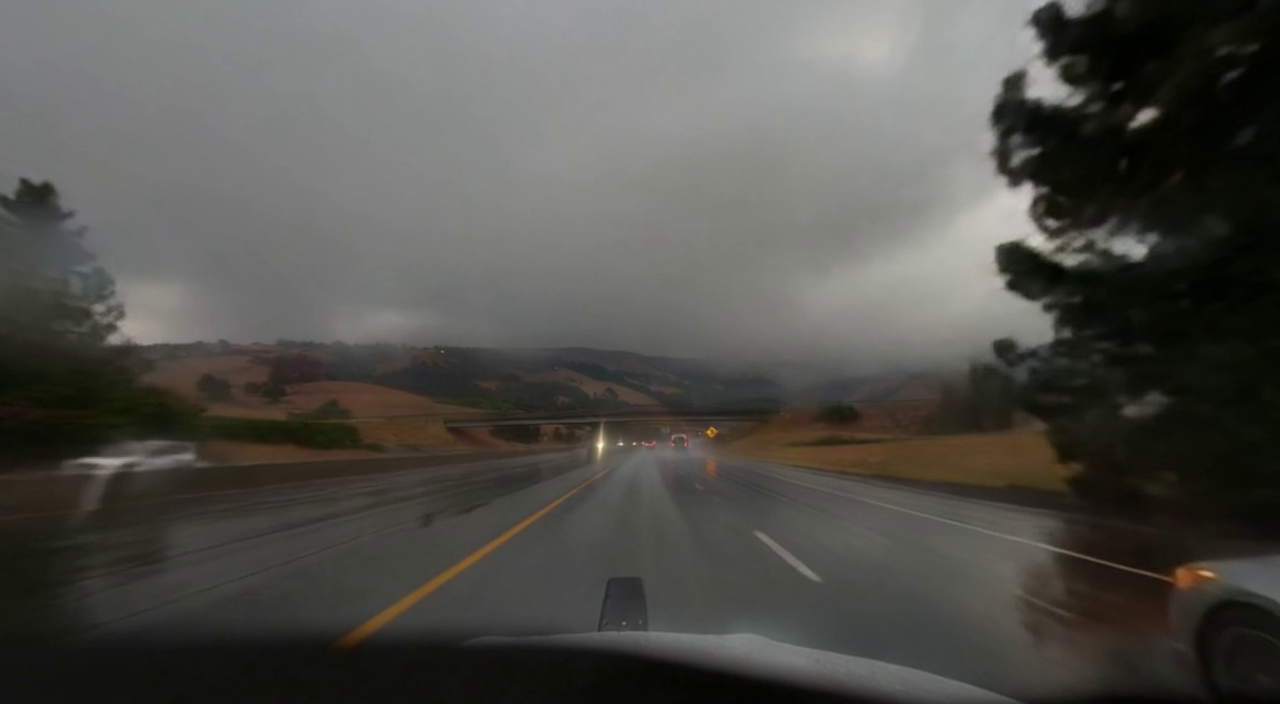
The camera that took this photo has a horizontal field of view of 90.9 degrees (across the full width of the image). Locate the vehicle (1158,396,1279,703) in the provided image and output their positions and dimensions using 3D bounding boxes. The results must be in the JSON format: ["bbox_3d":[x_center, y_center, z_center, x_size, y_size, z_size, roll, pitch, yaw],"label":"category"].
[{"bbox_3d":[3.853,0.678,0.996,2.027,1.487,4.718,0,-8,0],"label":"vehicle"}]

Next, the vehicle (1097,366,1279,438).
[{"bbox_3d":[41.790,3.629,43.820,3.080,4.623,16.271,4,-9,-26],"label":"vehicle"}]

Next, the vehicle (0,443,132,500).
[{"bbox_3d":[-21.502,4.265,23.064,1.932,1.831,4.705,0,-8,-1],"label":"vehicle"}]
